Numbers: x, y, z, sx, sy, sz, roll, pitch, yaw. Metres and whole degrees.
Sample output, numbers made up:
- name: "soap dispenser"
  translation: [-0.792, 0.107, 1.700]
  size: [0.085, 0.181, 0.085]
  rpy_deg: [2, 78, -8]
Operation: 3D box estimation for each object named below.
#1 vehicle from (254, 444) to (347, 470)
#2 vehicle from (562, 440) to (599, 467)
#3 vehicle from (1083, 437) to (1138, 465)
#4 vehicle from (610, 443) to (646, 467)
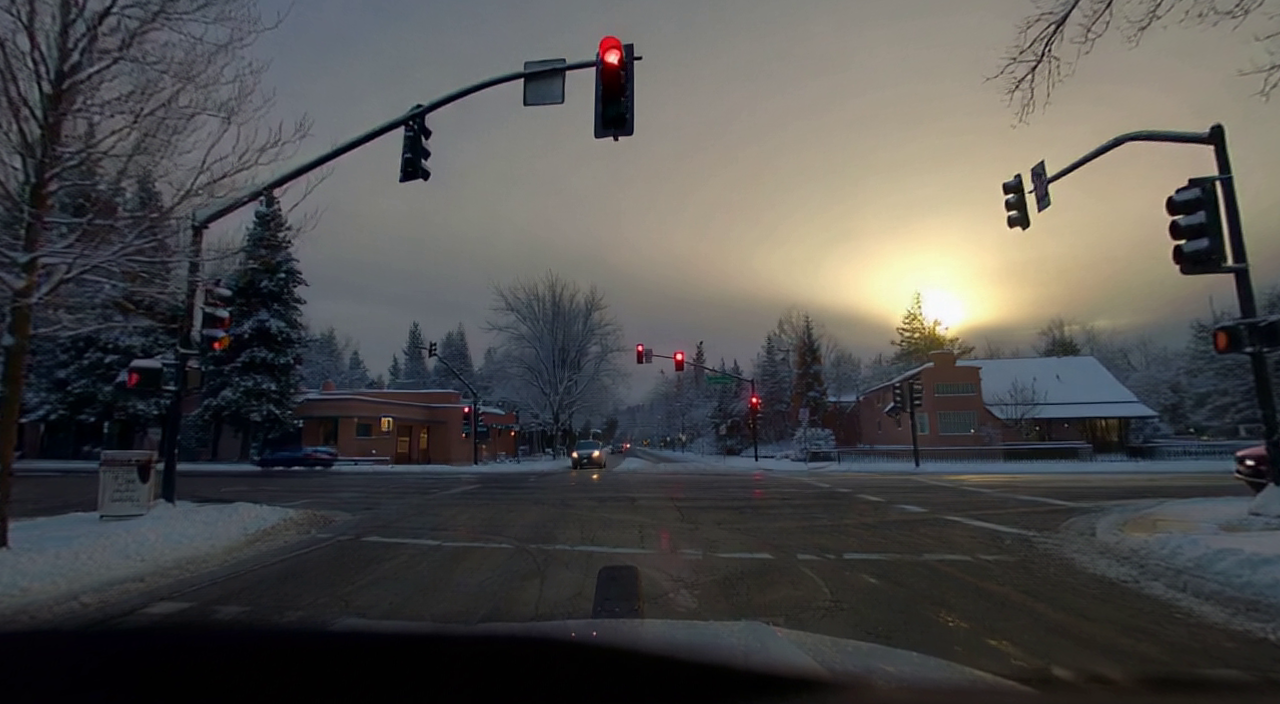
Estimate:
- name: "vehicle"
  translation: [-19.752, 6.121, 36.806]
  size: [4.628, 1.414, 1.897]
  rpy_deg: [-3, -9, 15]
- name: "vehicle"
  translation: [-4.106, 7.107, 44.292]
  size: [2.251, 1.756, 4.610]
  rpy_deg: [0, -9, -2]
- name: "vehicle"
  translation: [26.967, 5.659, 36.141]
  size: [2.092, 1.474, 4.046]
  rpy_deg: [-8, -11, 40]
- name: "vehicle"
  translation: [-0.856, 6.828, 41.989]
  size: [2.056, 1.492, 3.937]
  rpy_deg: [1, -9, -6]
